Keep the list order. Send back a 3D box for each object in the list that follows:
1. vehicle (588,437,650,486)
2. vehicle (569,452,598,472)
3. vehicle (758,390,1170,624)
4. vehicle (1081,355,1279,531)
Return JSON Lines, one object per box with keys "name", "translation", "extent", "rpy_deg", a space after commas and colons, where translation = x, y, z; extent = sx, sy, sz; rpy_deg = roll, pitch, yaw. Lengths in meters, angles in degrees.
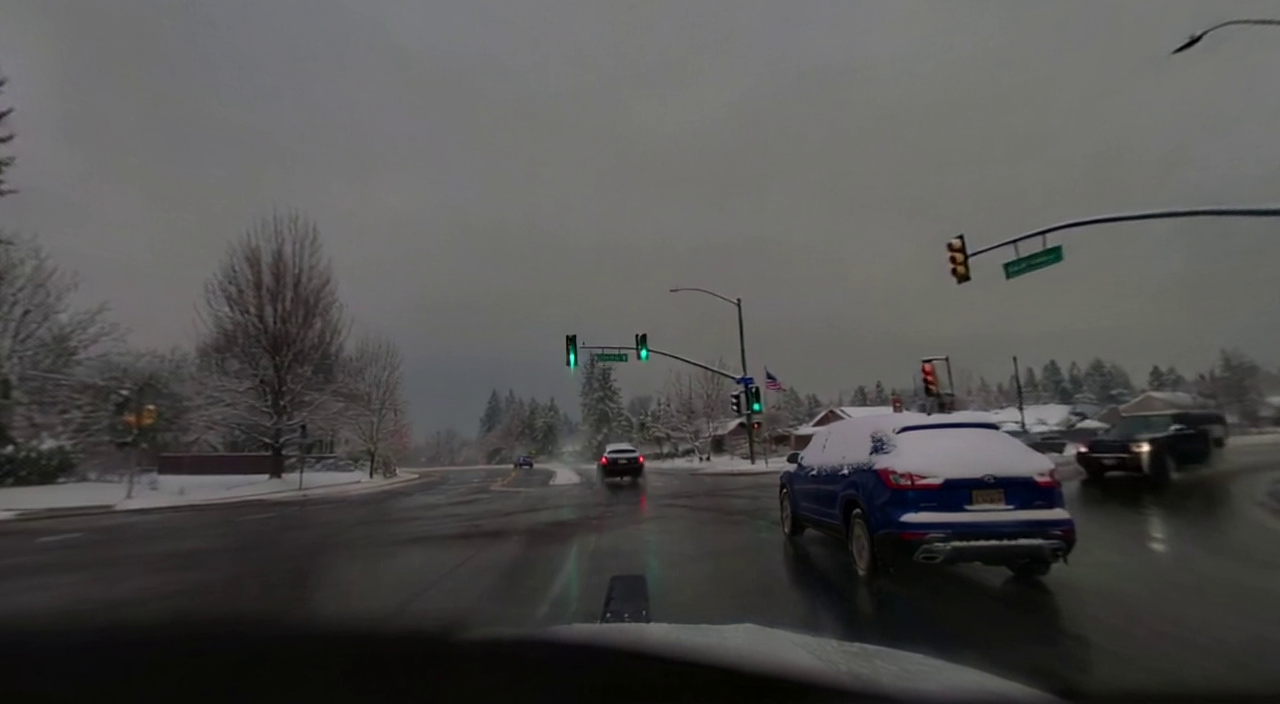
{"name": "vehicle", "translation": [-0.989, 4.498, 26.294], "extent": [2.185, 1.822, 4.583], "rpy_deg": [1, -8, -7]}
{"name": "vehicle", "translation": [-4.504, 8.613, 49.592], "extent": [1.887, 1.458, 4.275], "rpy_deg": [1, -8, -10]}
{"name": "vehicle", "translation": [2.798, 1.455, 6.947], "extent": [2.024, 1.686, 4.588], "rpy_deg": [0, -8, -1]}
{"name": "vehicle", "translation": [9.456, 1.458, 10.260], "extent": [2.578, 2.251, 4.782], "rpy_deg": [-4, -9, 22]}
